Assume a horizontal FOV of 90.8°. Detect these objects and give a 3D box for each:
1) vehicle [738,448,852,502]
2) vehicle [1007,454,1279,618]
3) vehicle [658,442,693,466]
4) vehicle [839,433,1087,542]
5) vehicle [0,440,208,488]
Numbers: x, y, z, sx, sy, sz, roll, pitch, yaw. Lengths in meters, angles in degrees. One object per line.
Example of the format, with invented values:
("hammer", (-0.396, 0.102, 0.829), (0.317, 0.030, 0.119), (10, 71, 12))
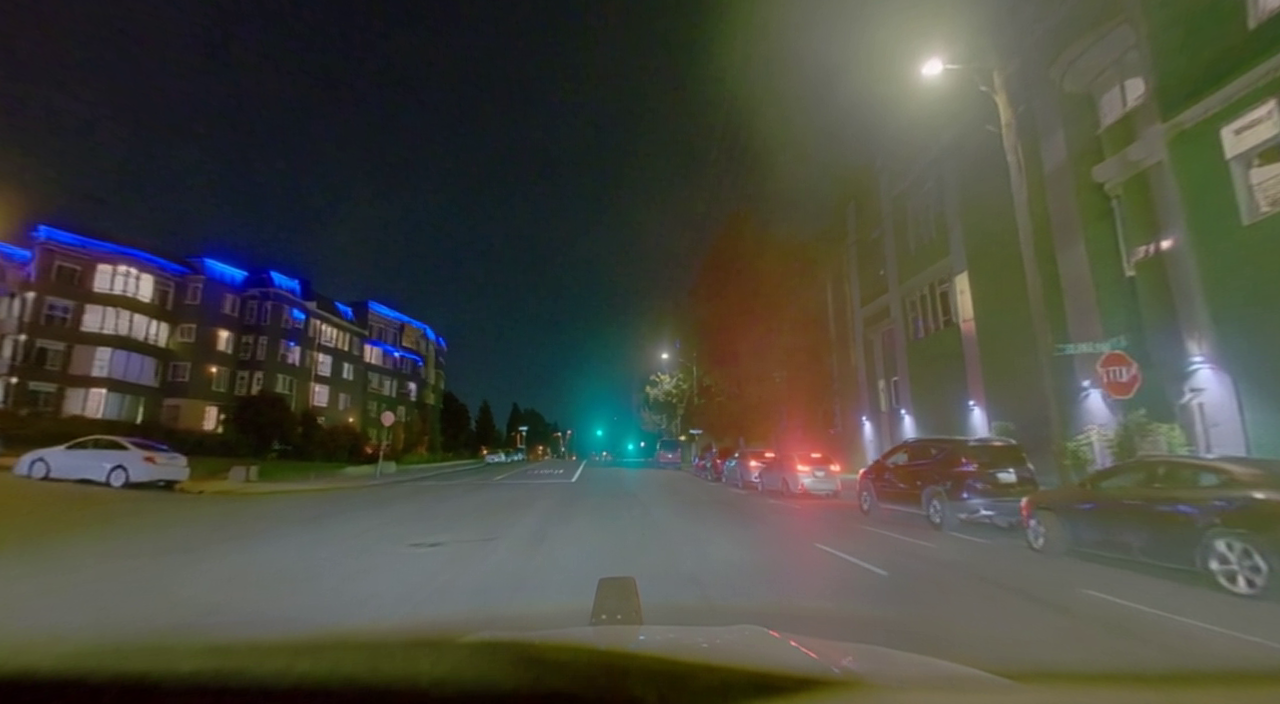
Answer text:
("vehicle", (5.032, 4.034, 21.313), (2.122, 1.554, 4.777), (1, -8, -7))
("vehicle", (6.469, 1.885, 7.185), (1.900, 1.368, 4.176), (1, -8, -3))
("vehicle", (2.729, 8.012, 49.708), (2.386, 1.752, 4.376), (0, -8, -3))
("vehicle", (5.978, 2.516, 12.591), (1.917, 1.704, 4.840), (1, -8, -7))
("vehicle", (-16.407, 3.407, 19.490), (4.603, 1.335, 1.889), (2, -9, -14))
